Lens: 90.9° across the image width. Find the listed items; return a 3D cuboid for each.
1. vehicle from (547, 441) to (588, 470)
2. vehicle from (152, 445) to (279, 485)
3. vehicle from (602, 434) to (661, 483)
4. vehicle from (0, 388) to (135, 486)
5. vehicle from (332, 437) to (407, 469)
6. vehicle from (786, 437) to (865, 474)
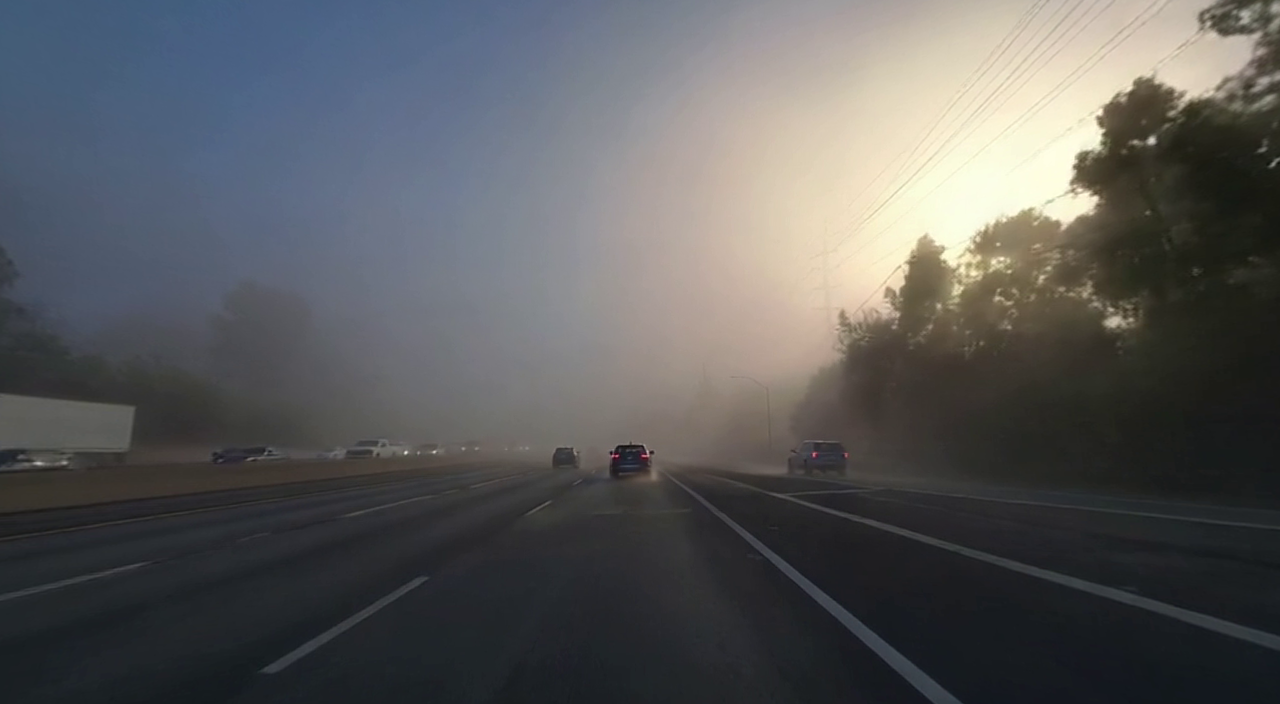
[{"bbox_3d":[-4.505,6.535,39.947,2.130,1.685,4.341,0,-9,-1],"label":"vehicle"},{"bbox_3d":[-16.695,4.448,25.158,1.838,1.424,4.575,-1,-9,1],"label":"vehicle"},{"bbox_3d":[-0.336,4.266,25.488,2.192,1.769,4.287,0,-9,-1],"label":"vehicle"},{"bbox_3d":[-23.849,3.324,24.243,2.795,3.380,7.270,0,-9,-1],"label":"vehicle"},{"bbox_3d":[-16.600,6.225,39.036,2.228,1.808,5.608,0,-9,-1],"label":"vehicle"},{"bbox_3d":[9.220,5.195,31.845,2.099,1.720,4.829,1,-9,-6],"label":"vehicle"}]
